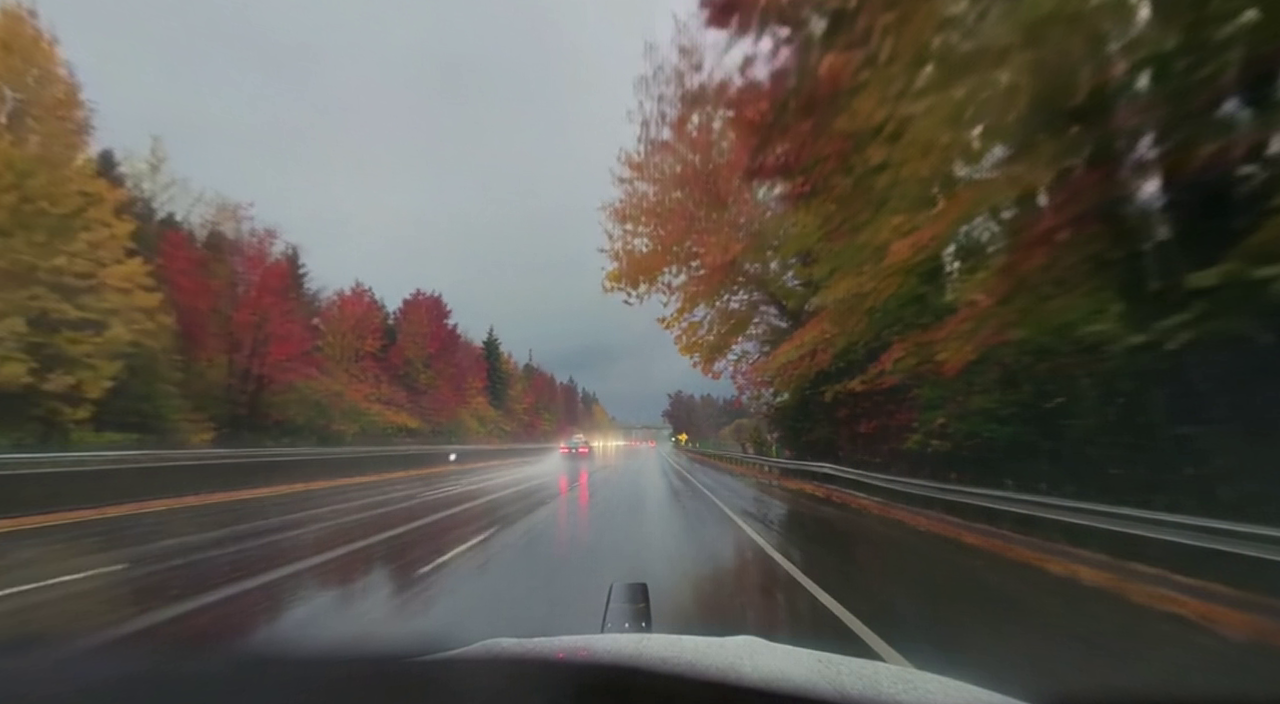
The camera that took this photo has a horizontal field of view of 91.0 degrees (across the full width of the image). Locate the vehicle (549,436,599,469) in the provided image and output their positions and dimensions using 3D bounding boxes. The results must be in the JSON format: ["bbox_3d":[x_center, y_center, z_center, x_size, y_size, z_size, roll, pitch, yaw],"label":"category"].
[{"bbox_3d":[-3.472,5.416,34.119,2.123,1.643,4.479,0,-8,1],"label":"vehicle"}]
